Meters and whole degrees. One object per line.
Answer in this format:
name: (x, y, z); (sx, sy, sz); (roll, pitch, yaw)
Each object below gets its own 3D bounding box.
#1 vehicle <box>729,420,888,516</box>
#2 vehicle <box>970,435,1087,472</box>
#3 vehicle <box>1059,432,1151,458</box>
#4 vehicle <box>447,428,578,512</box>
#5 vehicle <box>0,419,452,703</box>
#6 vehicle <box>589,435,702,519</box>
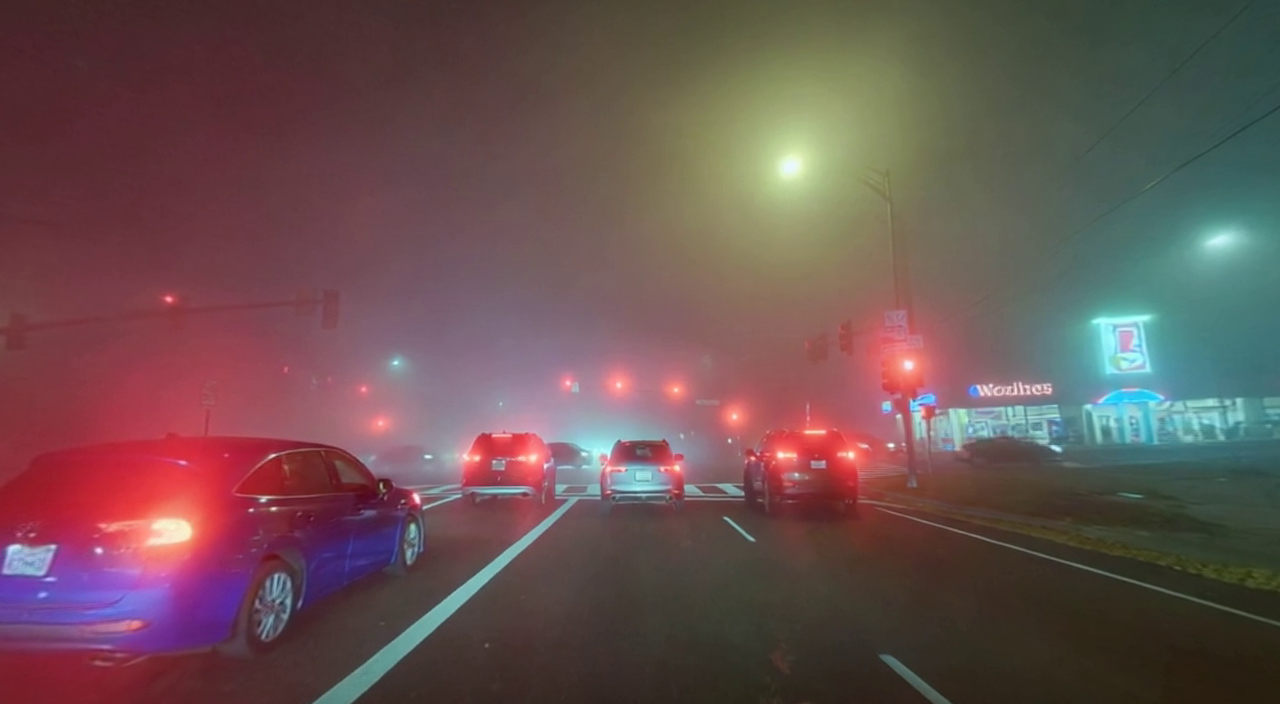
vehicle: (3.319, 2.409, 13.492); (2.076, 1.691, 4.402); (0, -9, -2)
vehicle: (16.800, 4.401, 27.418); (3.822, 1.514, 1.905); (-2, -9, 10)
vehicle: (30.558, 6.132, 41.456); (4.432, 1.680, 1.932); (0, -9, 2)
vehicle: (-2.819, 2.729, 14.967); (2.072, 1.694, 4.070); (-1, -9, 3)
vehicle: (-3.332, 1.426, 5.438); (2.014, 1.472, 4.357); (0, -9, 1)
vehicle: (0.136, 2.578, 13.442); (2.032, 1.499, 3.994); (0, -9, 1)
